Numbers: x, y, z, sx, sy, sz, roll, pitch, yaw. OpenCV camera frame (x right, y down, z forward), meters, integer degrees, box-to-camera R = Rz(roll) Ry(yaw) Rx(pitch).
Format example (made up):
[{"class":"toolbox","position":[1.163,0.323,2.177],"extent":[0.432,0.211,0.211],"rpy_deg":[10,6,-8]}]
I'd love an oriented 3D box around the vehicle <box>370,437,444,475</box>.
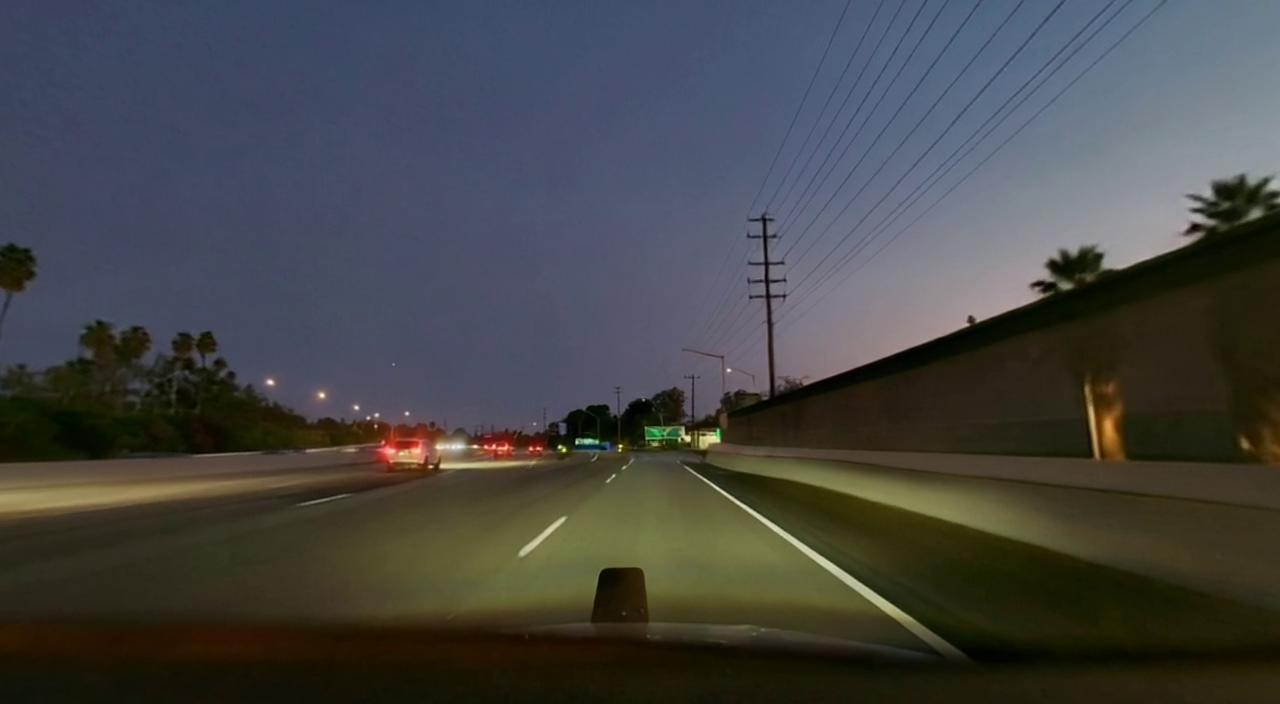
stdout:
[{"class":"vehicle","position":[-10.544,4.726,28.853],"extent":[2.029,1.609,3.935],"rpy_deg":[0,-8,-4]}]
